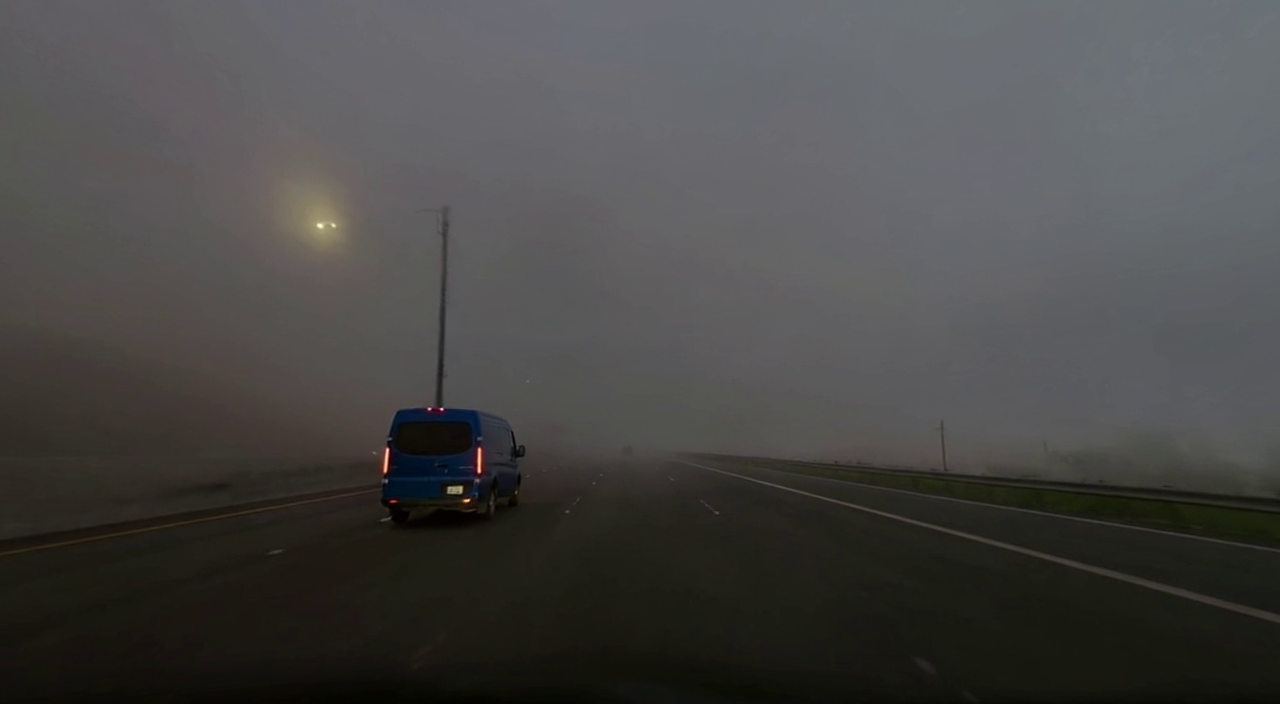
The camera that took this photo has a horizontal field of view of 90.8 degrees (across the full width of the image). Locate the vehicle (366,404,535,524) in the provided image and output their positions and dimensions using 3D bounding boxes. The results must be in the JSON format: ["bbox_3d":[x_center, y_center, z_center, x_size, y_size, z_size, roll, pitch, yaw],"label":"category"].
[{"bbox_3d":[-3.519,2.196,12.785,2.046,1.982,4.465,0,-9,-1],"label":"vehicle"}]

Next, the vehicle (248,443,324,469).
[{"bbox_3d":[-20.416,6.004,36.639,1.836,1.431,4.297,0,-9,1],"label":"vehicle"}]
